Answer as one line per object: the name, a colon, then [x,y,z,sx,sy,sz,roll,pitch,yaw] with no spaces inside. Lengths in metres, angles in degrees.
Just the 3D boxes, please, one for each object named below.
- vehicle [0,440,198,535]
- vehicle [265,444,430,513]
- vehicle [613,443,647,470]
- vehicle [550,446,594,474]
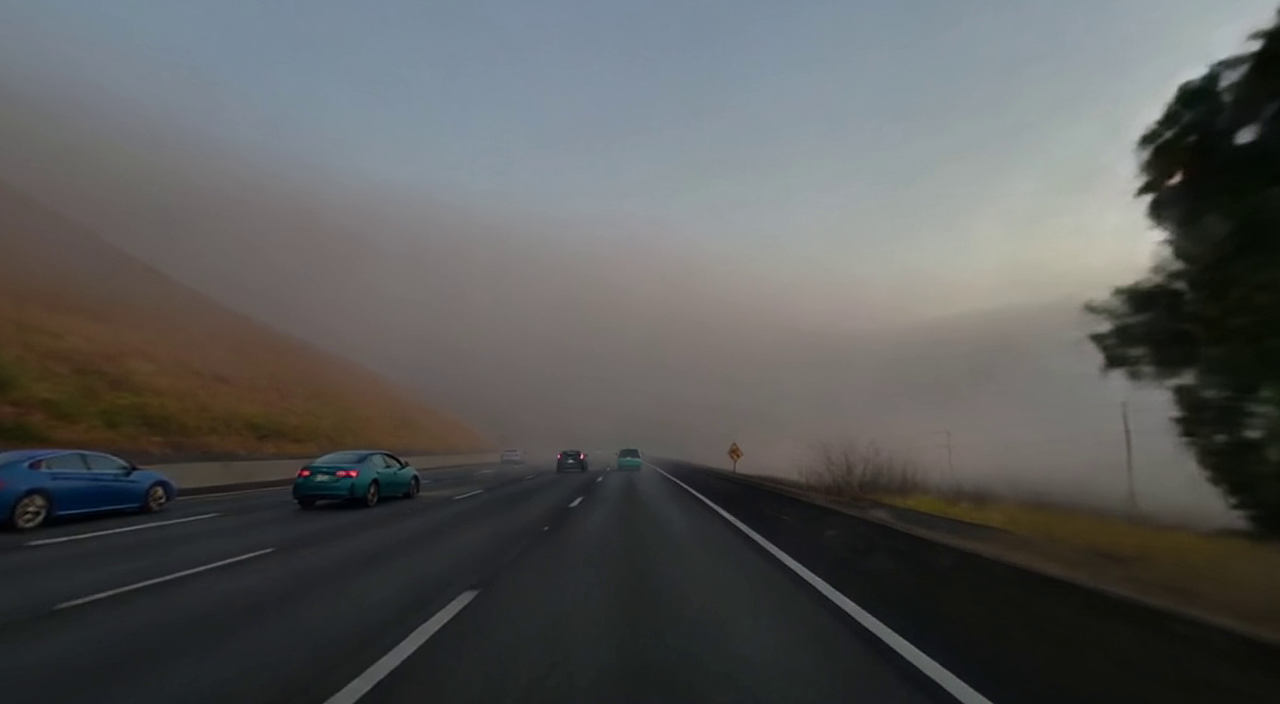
vehicle: [-11.202,2.435,11.948,2.048,1.501,4.898,0,-8,1]
vehicle: [-7.027,3.040,15.741,1.991,1.441,4.265,0,-8,1]
vehicle: [-0.726,6.995,42.581,2.225,1.674,4.044,0,-8,-2]
vehicle: [-3.921,6.319,37.166,2.144,1.505,4.649,0,-8,-1]
